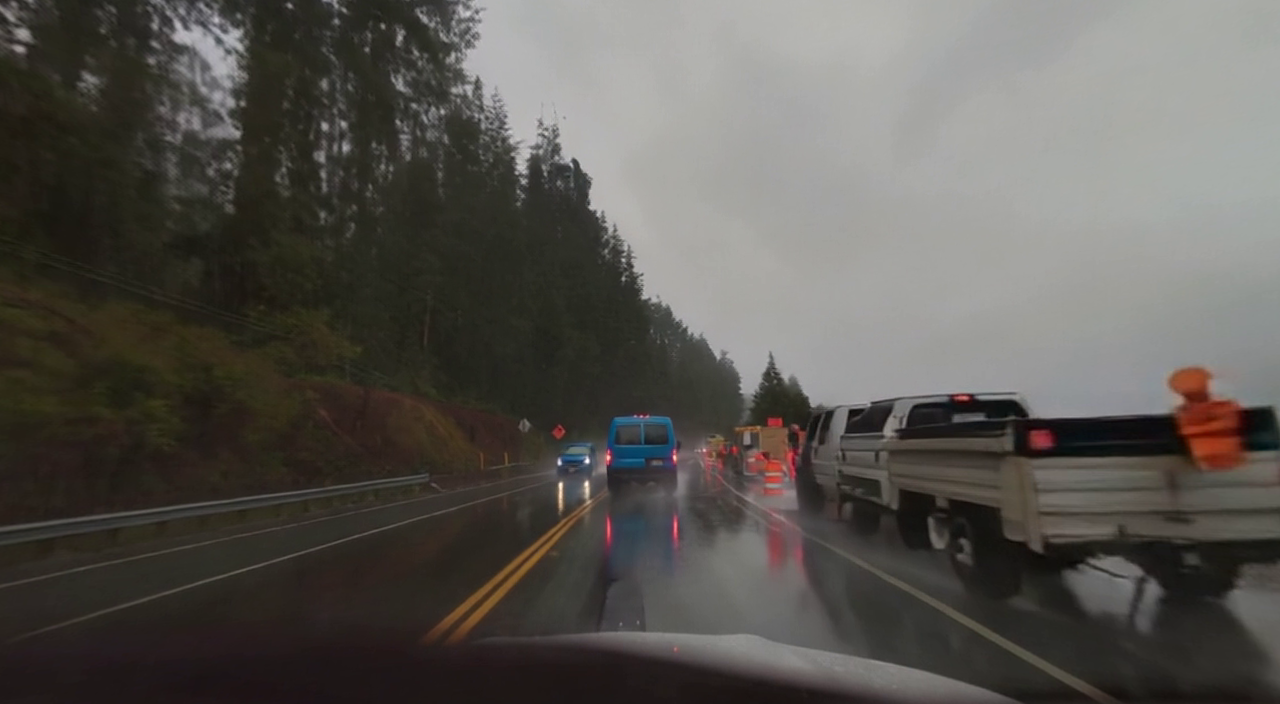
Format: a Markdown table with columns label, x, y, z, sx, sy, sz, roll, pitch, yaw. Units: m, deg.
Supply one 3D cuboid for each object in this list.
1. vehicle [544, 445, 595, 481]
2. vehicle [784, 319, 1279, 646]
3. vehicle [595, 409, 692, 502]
| label | x | y | z | sx | sy | sz | roll | pitch | yaw |
| --- | --- | --- | --- | --- | --- | --- | --- | --- | --- |
| vehicle | -3.853 | 6.155 | 35.493 | 2.230 | 1.842 | 5.014 | 0 | -8 | 0 |
| vehicle | 3.876 | 1.360 | 7.817 | 2.833 | 2.033 | 7.668 | 0 | -8 | 4 |
| vehicle | 0.234 | 2.877 | 17.923 | 2.362 | 2.247 | 4.892 | 0 | -9 | 4 |
